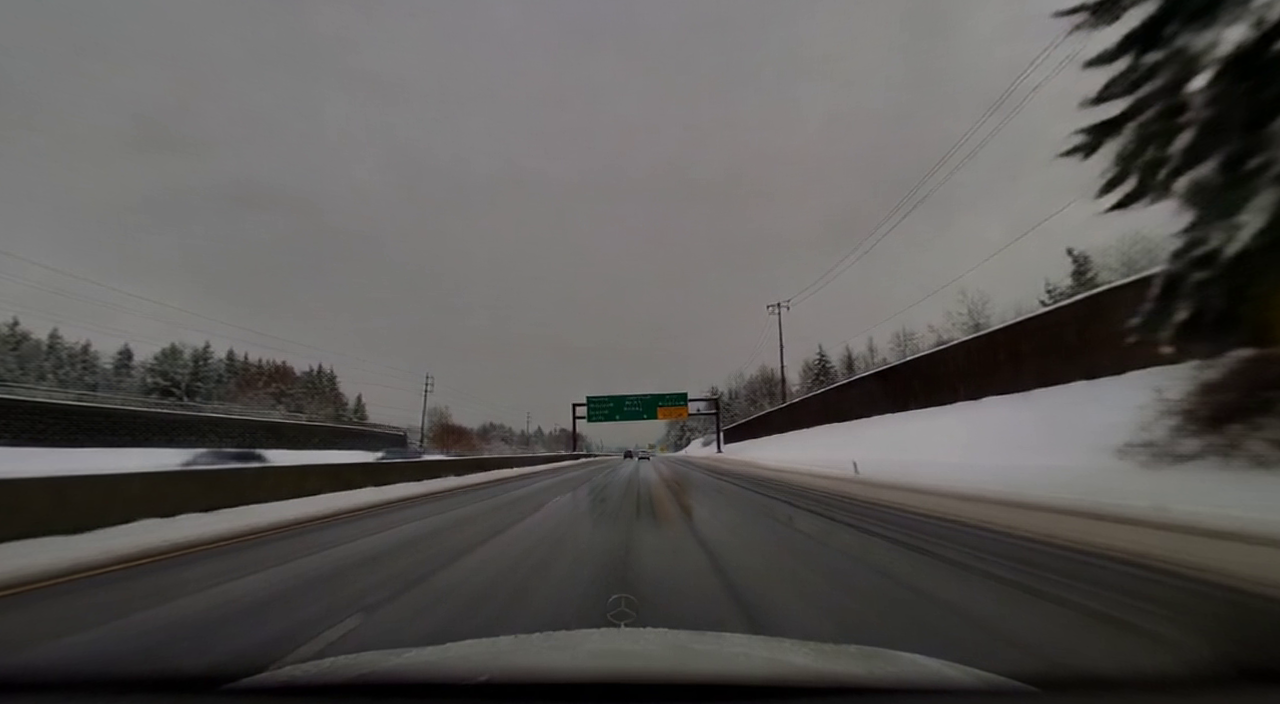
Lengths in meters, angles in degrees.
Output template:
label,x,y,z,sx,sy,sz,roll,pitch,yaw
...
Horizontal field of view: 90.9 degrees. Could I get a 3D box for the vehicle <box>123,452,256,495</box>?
label,x,y,z,sx,sy,sz,roll,pitch,yaw
vehicle,-16.860,4.545,23.887,1.886,1.454,4.241,0,-9,0

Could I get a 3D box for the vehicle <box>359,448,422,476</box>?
label,x,y,z,sx,sy,sz,roll,pitch,yaw
vehicle,-16.886,7.454,42.951,2.074,1.779,5.152,-1,-9,2
